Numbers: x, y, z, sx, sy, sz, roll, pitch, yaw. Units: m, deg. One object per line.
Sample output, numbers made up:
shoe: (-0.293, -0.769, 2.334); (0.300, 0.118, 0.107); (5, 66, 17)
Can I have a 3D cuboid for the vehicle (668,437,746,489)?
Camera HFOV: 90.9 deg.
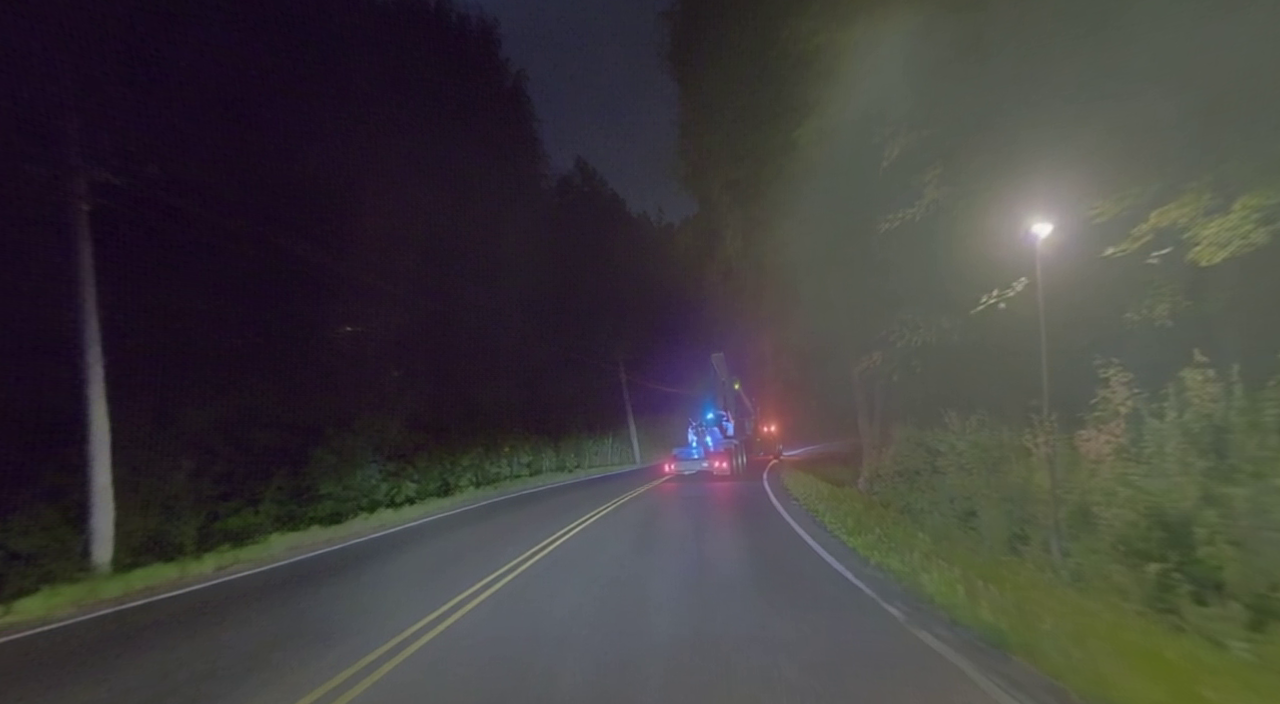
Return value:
vehicle: (2.161, 3.497, 20.161); (2.196, 1.465, 4.294); (-1, -8, 7)
